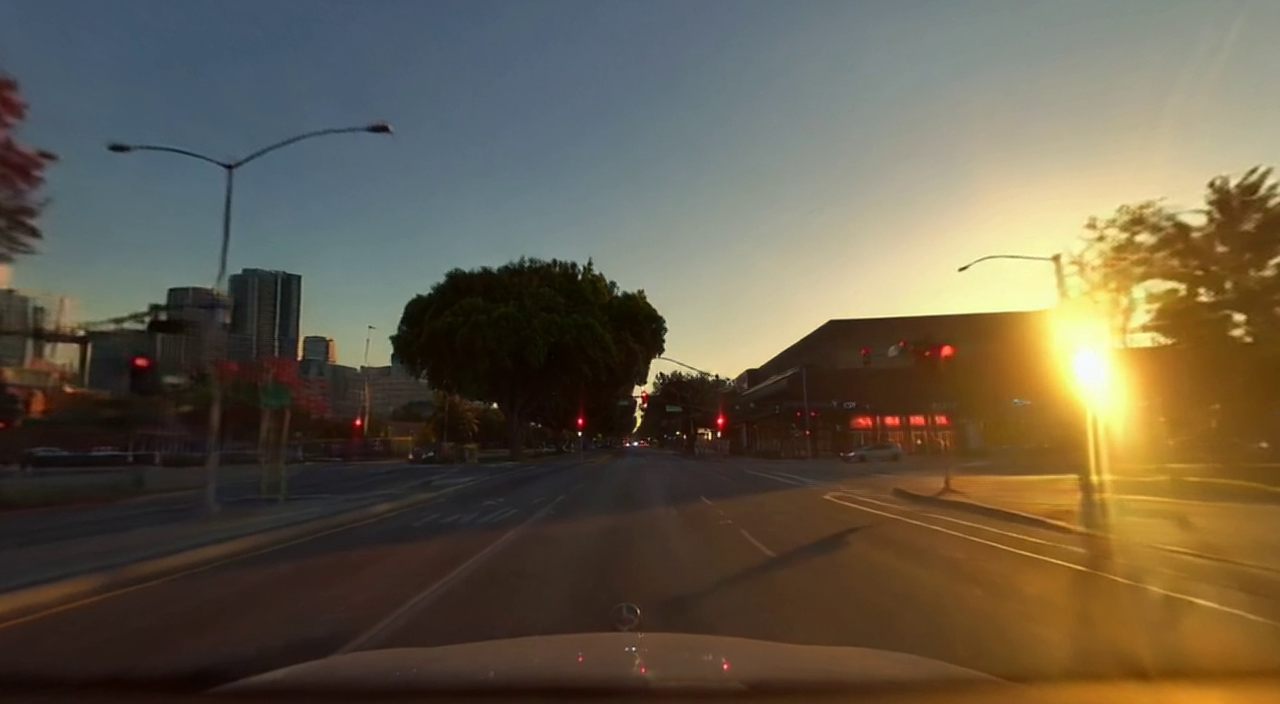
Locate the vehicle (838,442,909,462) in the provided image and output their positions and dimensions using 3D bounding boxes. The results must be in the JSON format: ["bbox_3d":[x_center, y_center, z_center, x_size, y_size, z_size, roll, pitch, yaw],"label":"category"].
[{"bbox_3d":[17.636,7.552,47.657,4.583,1.426,1.892,0,-9,-3],"label":"vehicle"}]
